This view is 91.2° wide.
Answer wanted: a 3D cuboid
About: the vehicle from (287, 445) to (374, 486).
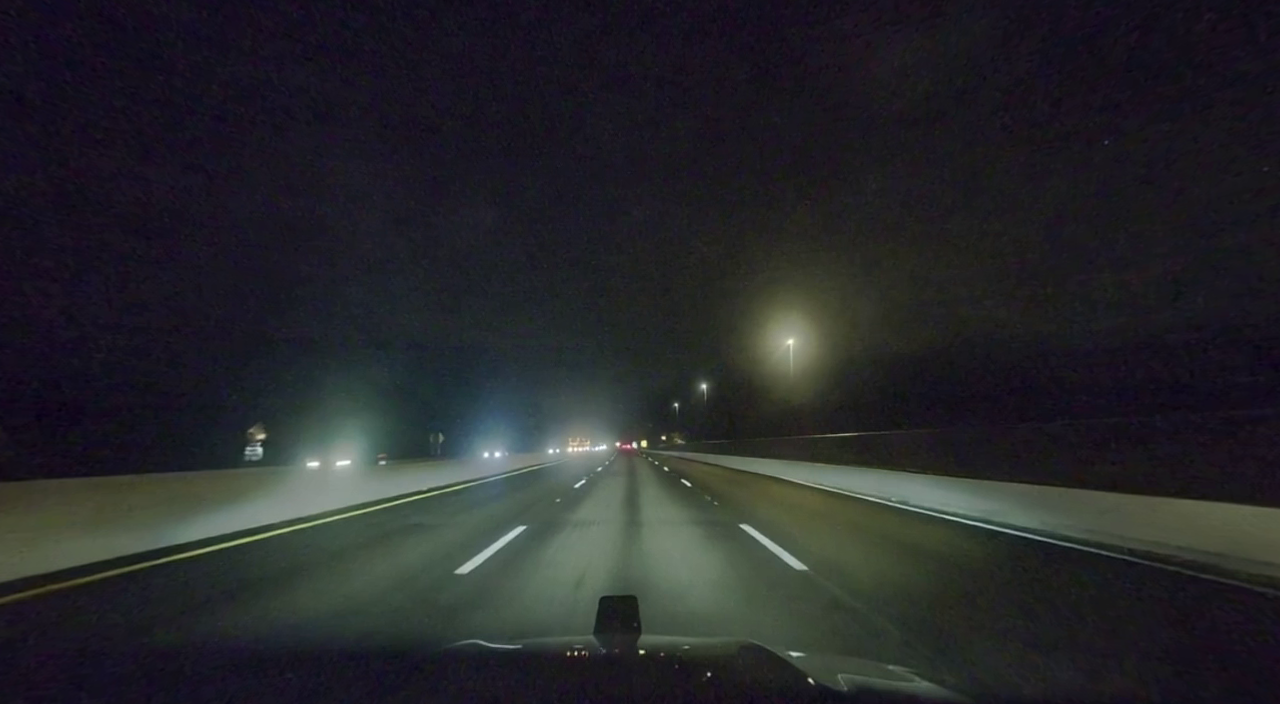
[{"bbox_3d":[-13.021,4.753,26.664,1.883,1.569,4.047,0,-9,-4],"label":"vehicle"}]
